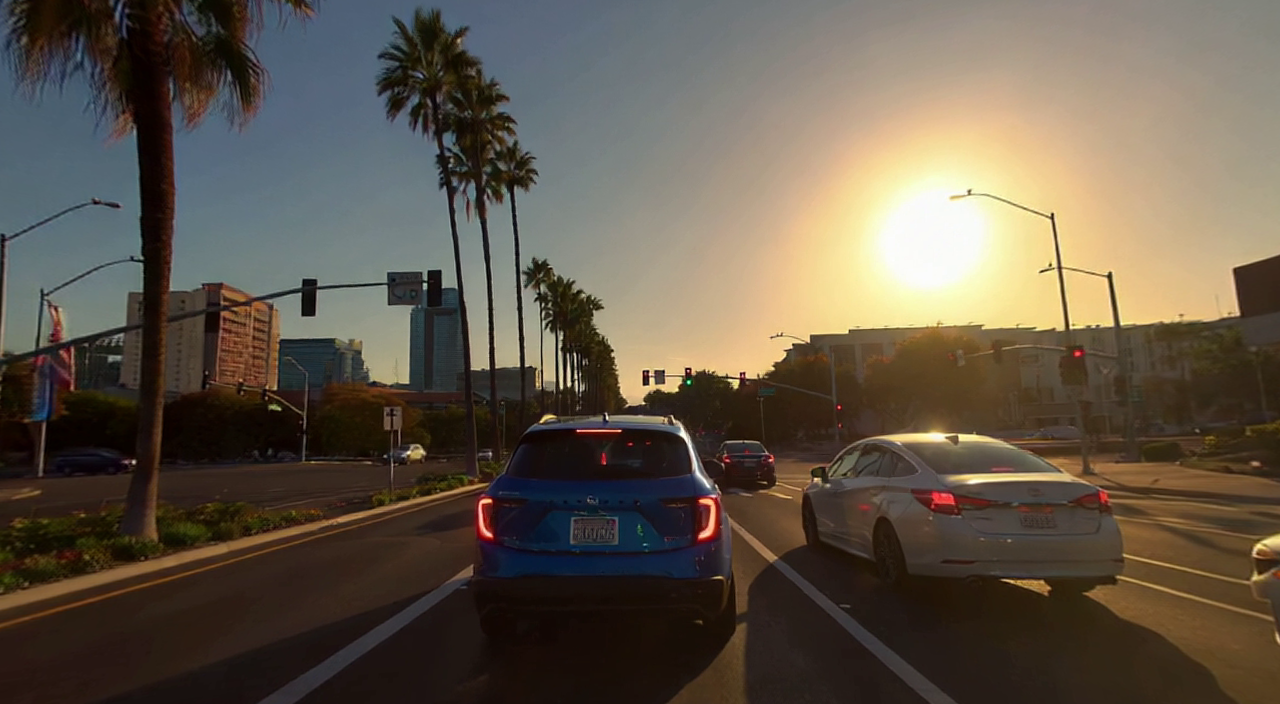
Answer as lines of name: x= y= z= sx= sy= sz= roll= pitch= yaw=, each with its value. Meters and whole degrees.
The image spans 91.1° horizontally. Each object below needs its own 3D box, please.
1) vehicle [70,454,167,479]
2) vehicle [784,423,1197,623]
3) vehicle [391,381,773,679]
vehicle: x=-39.103 y=8.586 z=47.134 sx=5.347 sy=1.785 sz=2.123 roll=0 pitch=-8 yaw=2
vehicle: x=3.124 y=1.609 z=6.968 sx=1.971 sy=1.473 sz=4.495 roll=0 pitch=-8 yaw=0
vehicle: x=-0.329 y=1.316 z=5.693 sx=2.172 sy=1.694 sz=4.055 roll=0 pitch=-8 yaw=0
